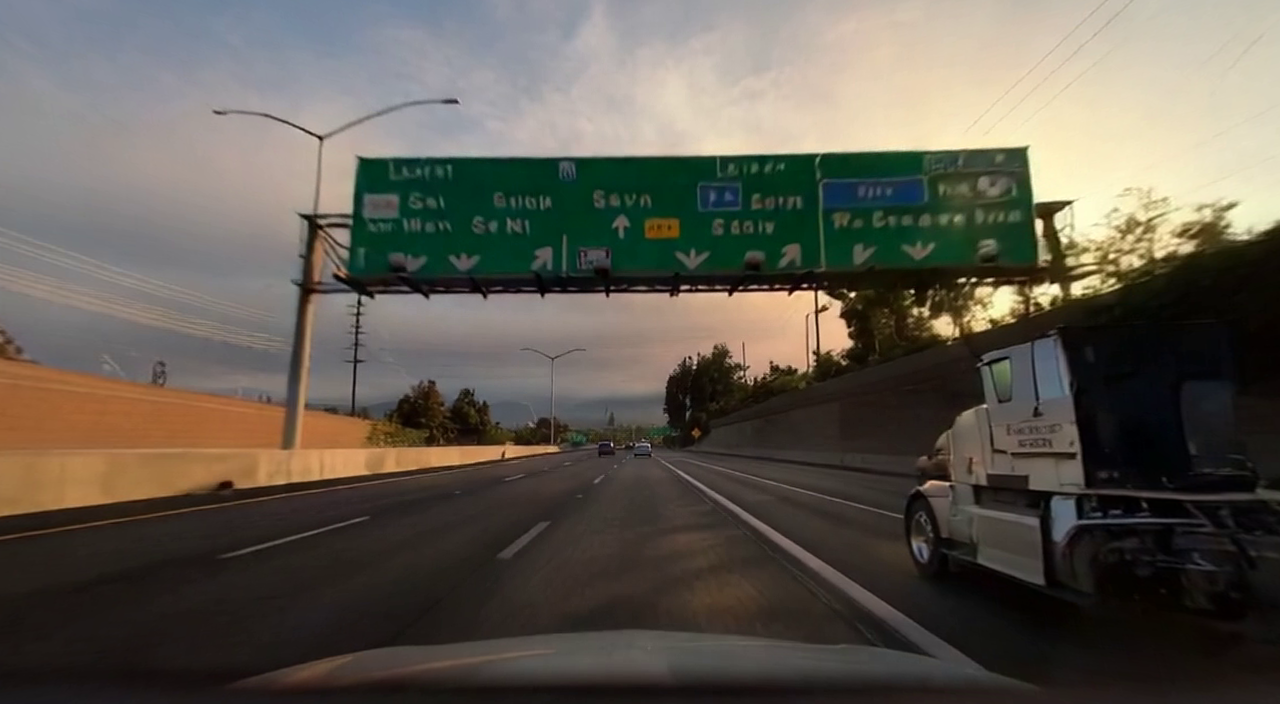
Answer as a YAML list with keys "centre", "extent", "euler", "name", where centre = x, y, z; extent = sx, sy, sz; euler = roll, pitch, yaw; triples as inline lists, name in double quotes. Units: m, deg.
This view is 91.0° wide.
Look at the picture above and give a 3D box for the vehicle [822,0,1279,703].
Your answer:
- centre: [4.024, 0.184, 5.395]
  extent: [3.042, 4.037, 7.253]
  euler: [0, -9, 3]
  name: "vehicle"
